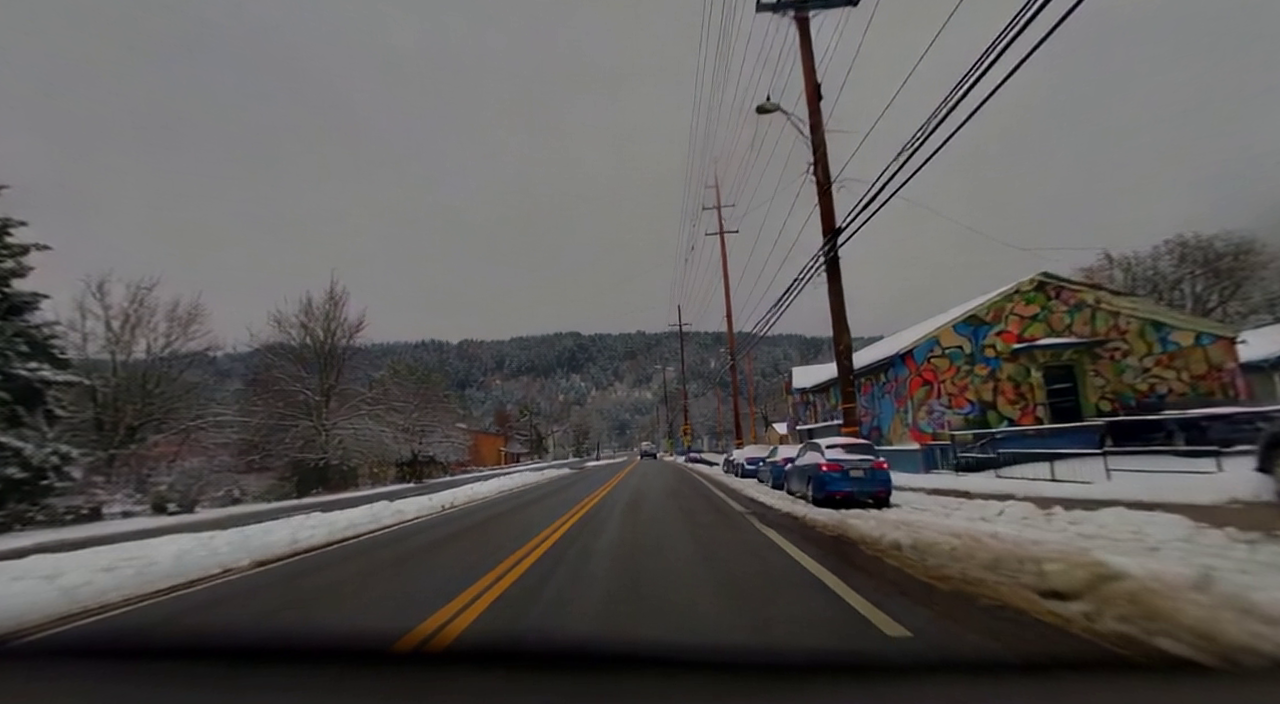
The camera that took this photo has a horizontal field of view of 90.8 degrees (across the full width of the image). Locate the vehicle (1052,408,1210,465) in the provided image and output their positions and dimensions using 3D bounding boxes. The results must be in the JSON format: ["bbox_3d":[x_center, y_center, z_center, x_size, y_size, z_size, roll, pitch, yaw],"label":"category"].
[{"bbox_3d":[16.569,2.981,21.675,1.837,1.533,4.388,-6,-11,1],"label":"vehicle"}]

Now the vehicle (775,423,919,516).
[{"bbox_3d":[5.266,3.117,16.870,2.072,1.889,4.468,-7,-10,-2],"label":"vehicle"}]
